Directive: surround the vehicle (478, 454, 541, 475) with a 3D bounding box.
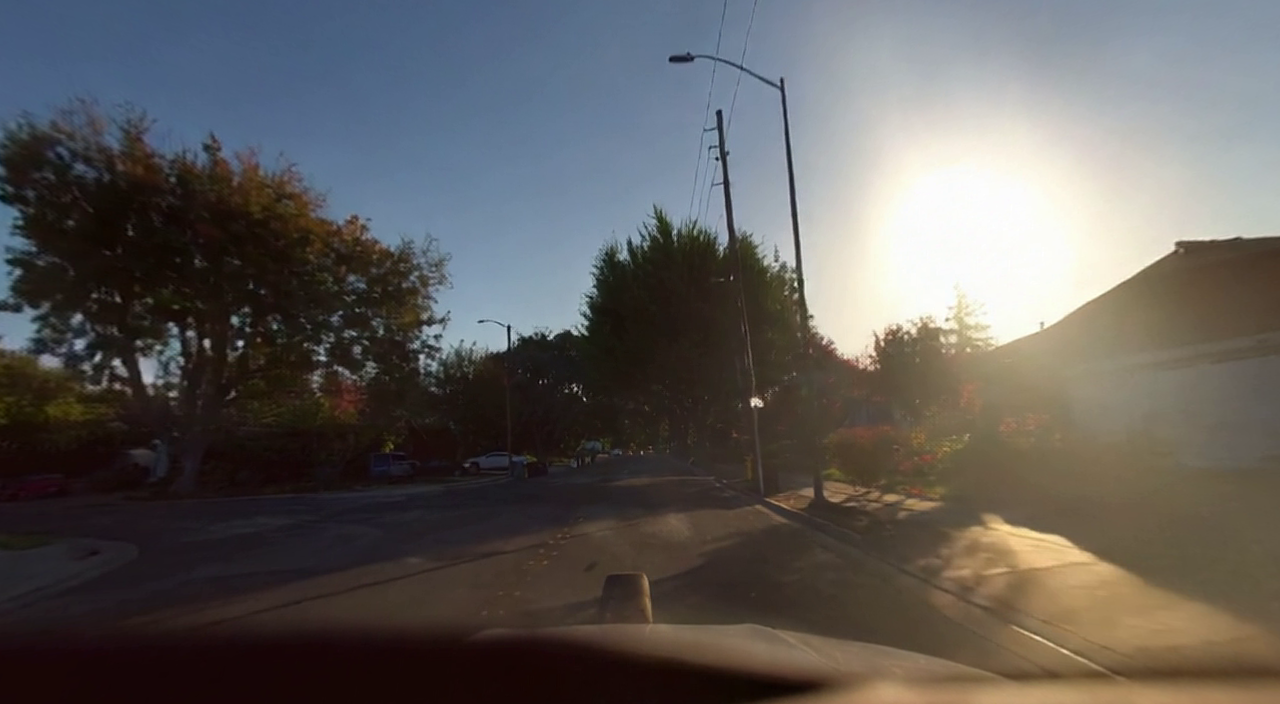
[{"bbox_3d":[-9.890,8.505,47.695,4.293,1.484,1.981,4,-10,-22],"label":"vehicle"}]
